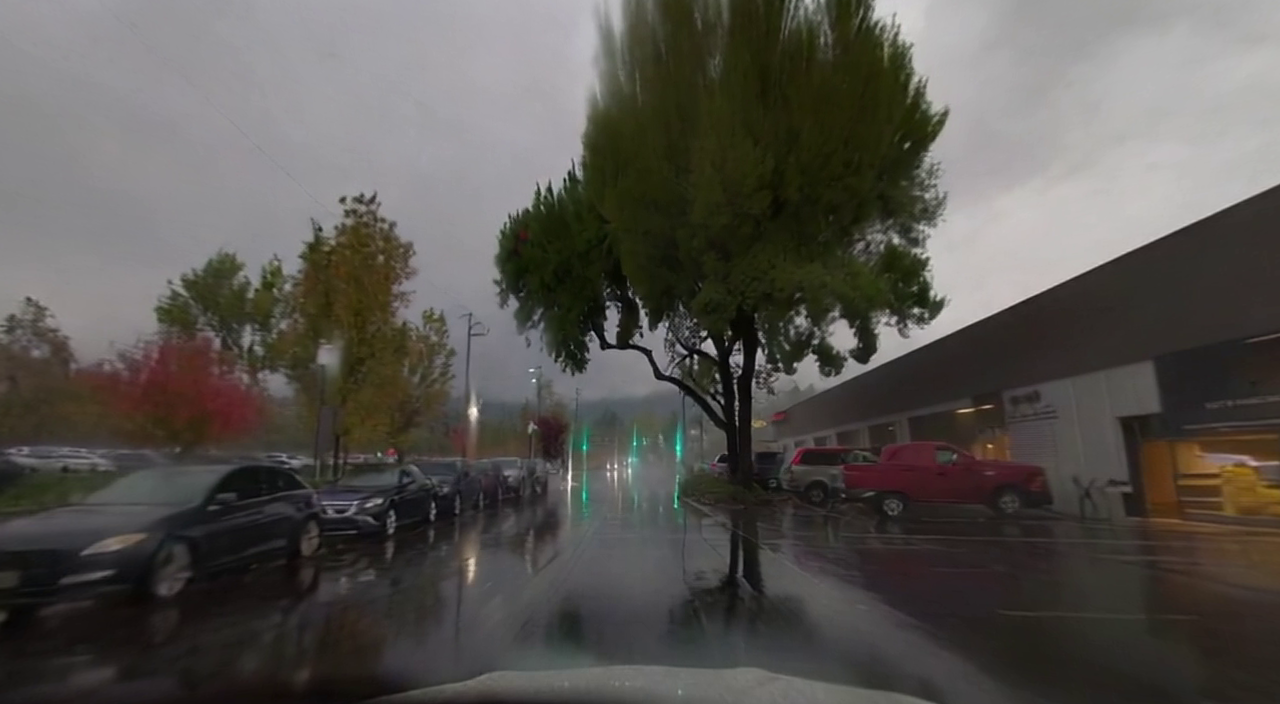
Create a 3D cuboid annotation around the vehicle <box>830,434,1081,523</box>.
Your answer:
[{"bbox_3d":[6.414,2.639,13.233,4.193,1.665,1.924,1,-11,-1],"label":"vehicle"}]

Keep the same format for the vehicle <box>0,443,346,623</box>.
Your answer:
[{"bbox_3d":[-5.674,2.008,7.793,1.939,1.565,4.185,0,-11,1],"label":"vehicle"}]
